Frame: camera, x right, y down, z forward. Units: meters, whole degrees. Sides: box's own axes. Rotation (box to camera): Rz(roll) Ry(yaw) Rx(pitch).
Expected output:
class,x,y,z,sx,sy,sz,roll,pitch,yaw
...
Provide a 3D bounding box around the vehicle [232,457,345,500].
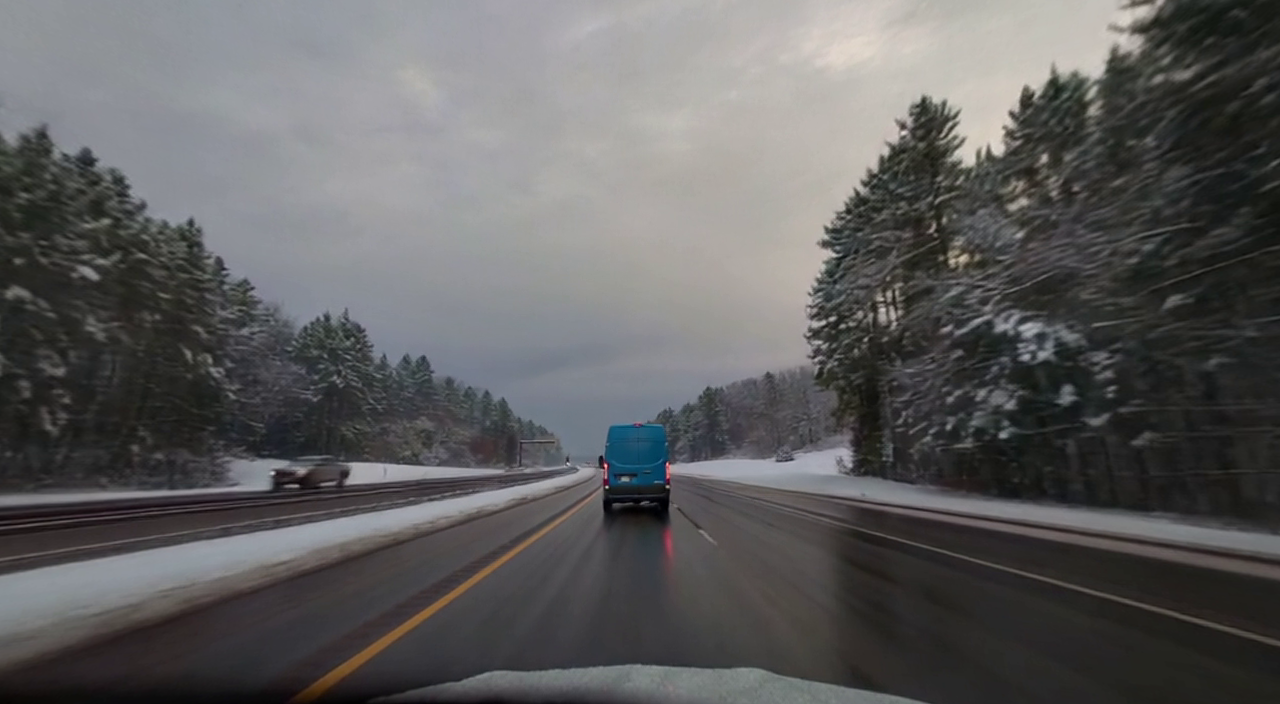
class,x,y,z,sx,sy,sz,roll,pitch,yaw
vehicle,-13.733,4.986,24.996,1.940,1.512,4.590,1,-11,-2

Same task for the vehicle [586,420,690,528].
class,x,y,z,sx,sy,sz,roll,pitch,yaw
vehicle,-0.151,3.369,17.647,2.375,2.432,6.161,1,-10,-2
